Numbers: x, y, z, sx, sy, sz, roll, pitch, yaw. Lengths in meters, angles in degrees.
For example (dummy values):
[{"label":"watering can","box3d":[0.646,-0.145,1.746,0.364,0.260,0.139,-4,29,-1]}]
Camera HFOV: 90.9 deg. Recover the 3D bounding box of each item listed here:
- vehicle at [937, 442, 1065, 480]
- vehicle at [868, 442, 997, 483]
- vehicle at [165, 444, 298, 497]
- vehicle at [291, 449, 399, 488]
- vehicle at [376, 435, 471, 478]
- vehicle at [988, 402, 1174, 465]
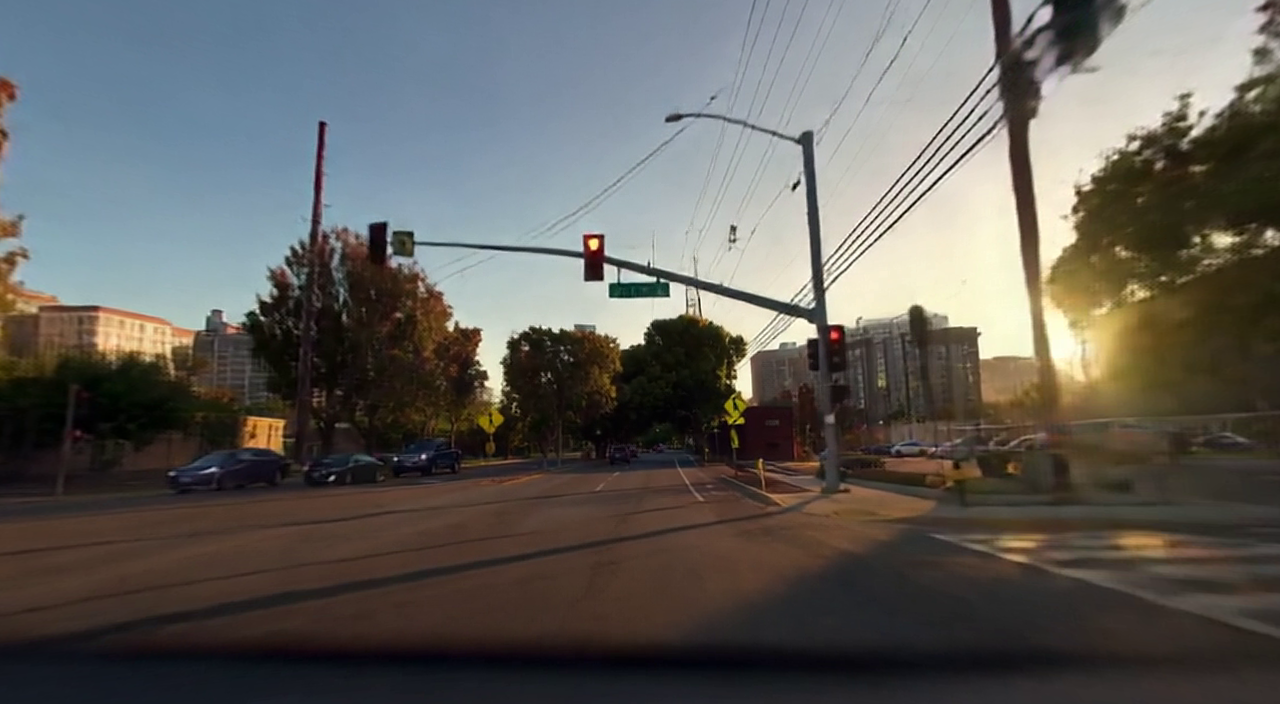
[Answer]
[{"label":"vehicle","box3d":[15.383,4.611,27.108,1.994,1.453,4.249,3,-9,-28]},{"label":"vehicle","box3d":[12.283,4.621,26.852,1.897,1.532,4.694,4,-9,-28]},{"label":"vehicle","box3d":[-16.156,4.668,25.290,2.112,1.880,4.479,-1,-9,4]},{"label":"vehicle","box3d":[-12.652,5.003,27.450,2.090,1.519,4.919,-1,-9,3]},{"label":"vehicle","box3d":[-12.310,5.990,36.523,2.798,2.249,6.296,-1,-9,6]},{"label":"vehicle","box3d":[18.393,3.500,26.707,2.609,2.332,5.734,4,-10,-27]}]
